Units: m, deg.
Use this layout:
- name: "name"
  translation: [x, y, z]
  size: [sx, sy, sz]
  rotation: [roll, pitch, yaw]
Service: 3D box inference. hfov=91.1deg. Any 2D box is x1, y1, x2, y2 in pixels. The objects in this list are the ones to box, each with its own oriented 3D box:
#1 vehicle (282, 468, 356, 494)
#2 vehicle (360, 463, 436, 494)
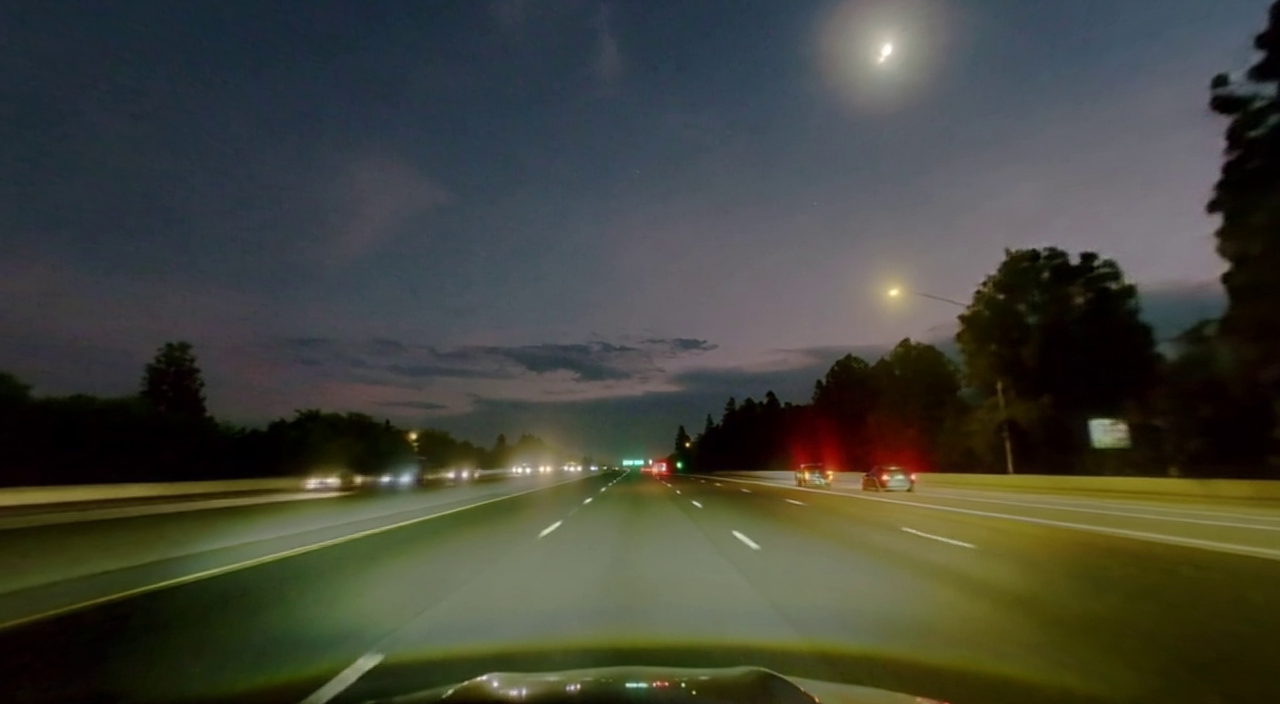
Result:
- name: "vehicle"
  translation: [-19.605, 7.886, 38.595]
  size: [2.040, 1.461, 4.505]
  rotation: [1, -10, 1]
- name: "vehicle"
  translation: [-12.669, 6.657, 33.249]
  size: [2.158, 1.473, 4.511]
  rotation: [1, -10, 1]
